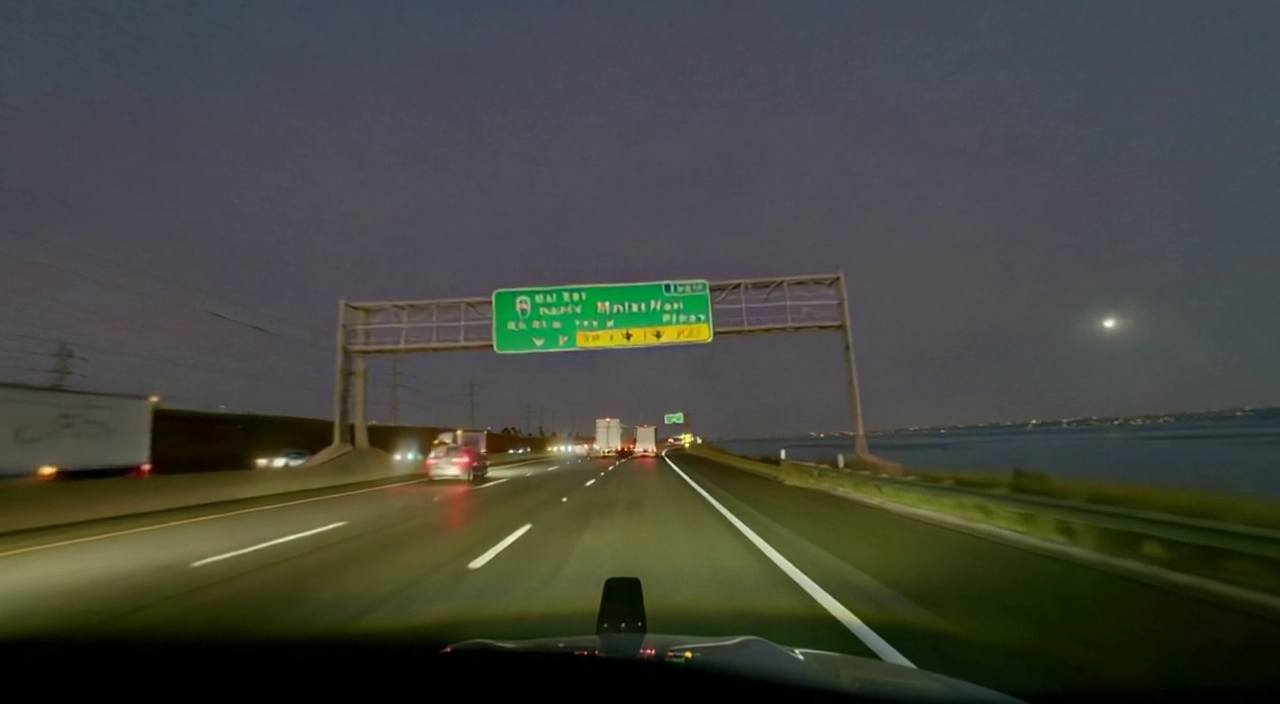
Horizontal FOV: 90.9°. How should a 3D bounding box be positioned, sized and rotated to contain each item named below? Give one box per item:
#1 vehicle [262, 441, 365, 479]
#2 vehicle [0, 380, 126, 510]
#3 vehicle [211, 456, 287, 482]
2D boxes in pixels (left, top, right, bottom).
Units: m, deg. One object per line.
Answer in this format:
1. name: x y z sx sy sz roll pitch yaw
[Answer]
1. vehicle: -17.221 5.695 33.705 2.334 1.816 5.715 0 -8 1
2. vehicle: -20.936 2.873 19.430 2.897 3.919 8.383 0 -8 0
3. vehicle: -24.544 7.338 39.818 1.807 1.477 4.711 0 -8 0
